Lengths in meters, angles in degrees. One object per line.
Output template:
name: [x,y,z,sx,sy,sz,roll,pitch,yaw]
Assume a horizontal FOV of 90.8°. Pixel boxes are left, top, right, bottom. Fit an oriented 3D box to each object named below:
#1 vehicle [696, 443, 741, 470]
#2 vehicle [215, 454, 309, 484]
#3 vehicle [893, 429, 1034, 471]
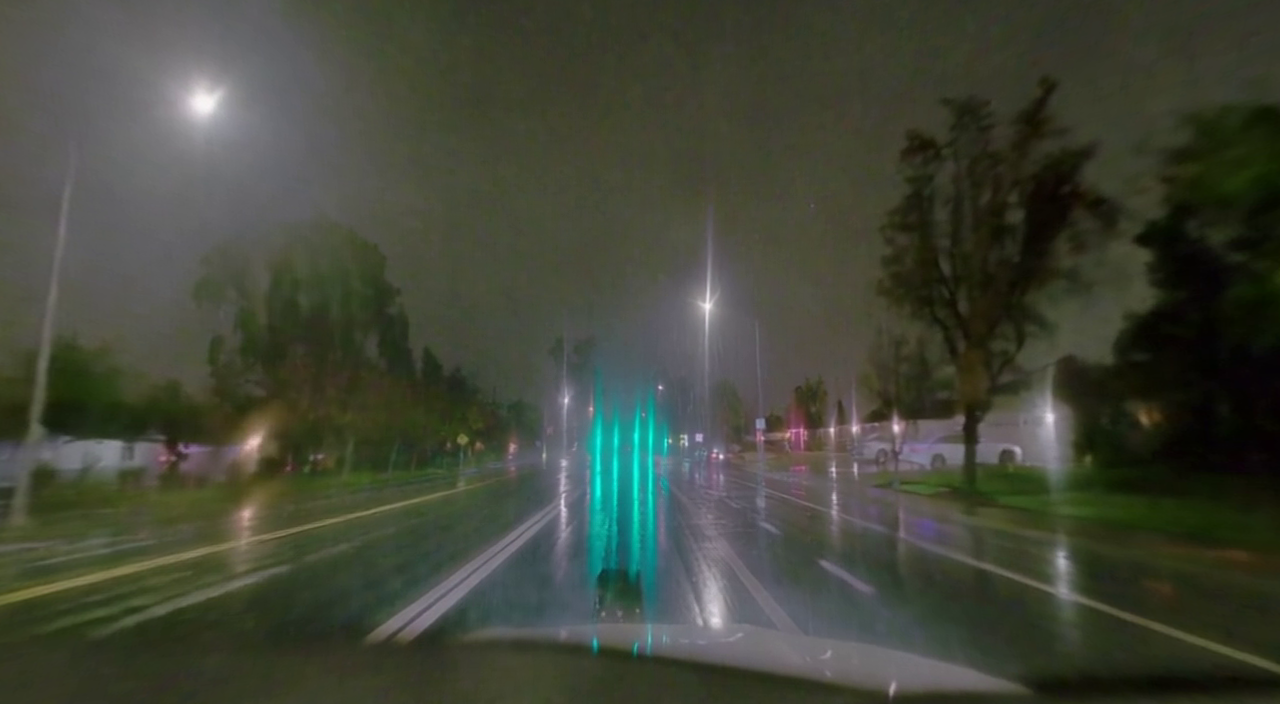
vehicle: [4.795,6.466,39.155,1.995,1.553,4.628,0,-9,-2]
vehicle: [-23.345,7.215,39.180,4.466,1.773,2.063,0,-9,-2]
vehicle: [13.263,4.042,26.135,4.710,1.612,1.999,0,-9,-2]
